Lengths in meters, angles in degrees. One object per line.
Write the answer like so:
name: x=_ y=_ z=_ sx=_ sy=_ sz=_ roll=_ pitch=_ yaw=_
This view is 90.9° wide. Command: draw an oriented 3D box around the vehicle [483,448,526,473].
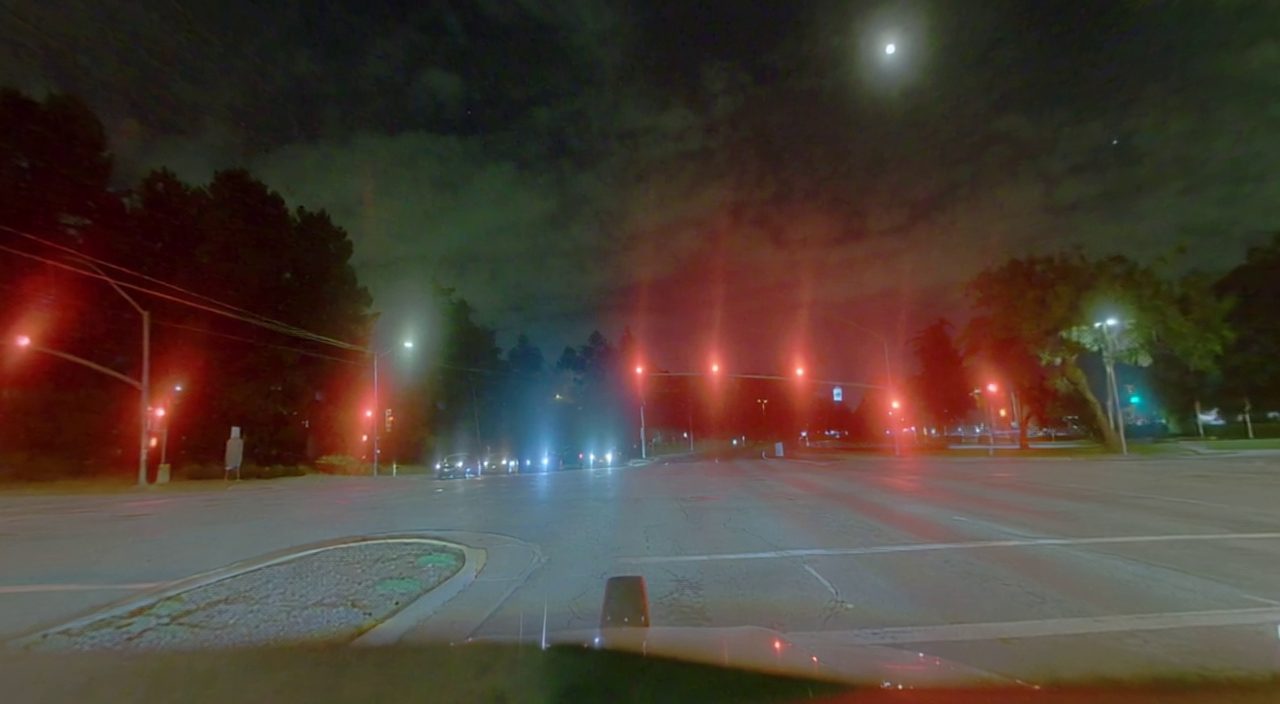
vehicle: x=-9.805 y=7.845 z=45.934 sx=2.064 sy=1.725 sz=4.243 roll=0 pitch=-9 yaw=1

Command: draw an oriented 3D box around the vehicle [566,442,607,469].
vehicle: x=-3.608 y=7.122 z=43.501 sx=2.215 sy=1.732 sz=4.684 roll=-1 pitch=-9 yaw=3

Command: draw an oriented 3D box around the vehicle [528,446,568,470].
vehicle: x=-6.584 y=7.618 z=45.508 sx=2.126 sy=1.657 sz=4.307 roll=-1 pitch=-9 yaw=2

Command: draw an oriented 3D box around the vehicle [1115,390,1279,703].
vehicle: x=3.056 y=0.616 z=0.438 sx=1.978 sy=1.468 sz=4.544 roll=0 pitch=-9 yaw=1

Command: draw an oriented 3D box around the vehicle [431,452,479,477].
vehicle: x=-13.427 y=8.169 z=45.984 sx=2.101 sy=1.637 sz=4.304 roll=0 pitch=-9 yaw=1
